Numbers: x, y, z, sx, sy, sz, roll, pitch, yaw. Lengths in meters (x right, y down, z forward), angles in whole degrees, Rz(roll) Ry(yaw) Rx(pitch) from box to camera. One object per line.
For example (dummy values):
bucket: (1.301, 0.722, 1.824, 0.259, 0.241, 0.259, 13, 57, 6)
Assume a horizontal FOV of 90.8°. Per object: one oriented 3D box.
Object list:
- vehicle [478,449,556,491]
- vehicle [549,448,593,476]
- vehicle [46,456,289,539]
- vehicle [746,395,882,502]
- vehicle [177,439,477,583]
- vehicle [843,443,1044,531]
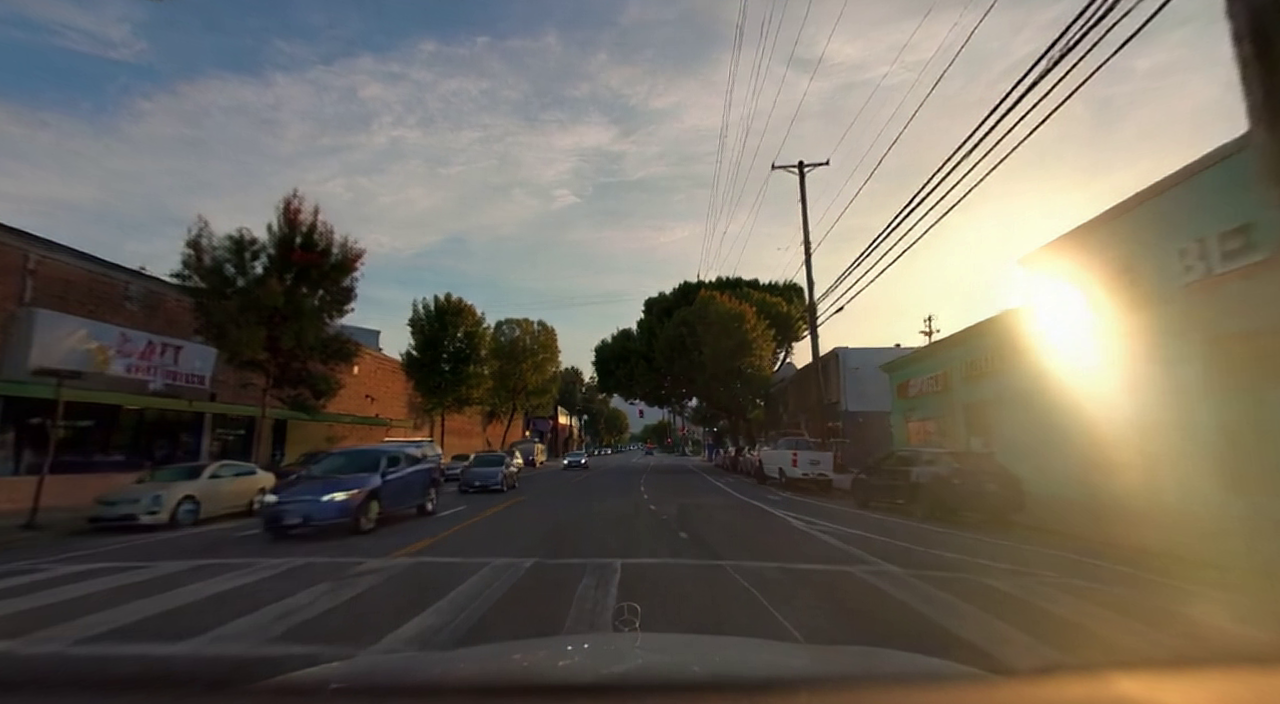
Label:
vehicle: (-4.730, 4.579, 25.023, 1.845, 1.469, 4.413, -1, -8, 5)
vehicle: (-3.959, 6.381, 36.888, 1.925, 1.479, 4.444, 0, -8, 2)
vehicle: (-10.011, 3.062, 13.936, 1.978, 1.452, 4.263, 0, -8, 1)
vehicle: (5.910, 3.465, 22.969, 2.815, 3.203, 7.558, 0, -8, 0)
vehicle: (-3.870, 2.002, 8.864, 2.050, 1.505, 4.219, 0, -8, 0)
vehicle: (6.491, 2.880, 14.188, 1.963, 1.646, 4.204, 1, -9, -8)
